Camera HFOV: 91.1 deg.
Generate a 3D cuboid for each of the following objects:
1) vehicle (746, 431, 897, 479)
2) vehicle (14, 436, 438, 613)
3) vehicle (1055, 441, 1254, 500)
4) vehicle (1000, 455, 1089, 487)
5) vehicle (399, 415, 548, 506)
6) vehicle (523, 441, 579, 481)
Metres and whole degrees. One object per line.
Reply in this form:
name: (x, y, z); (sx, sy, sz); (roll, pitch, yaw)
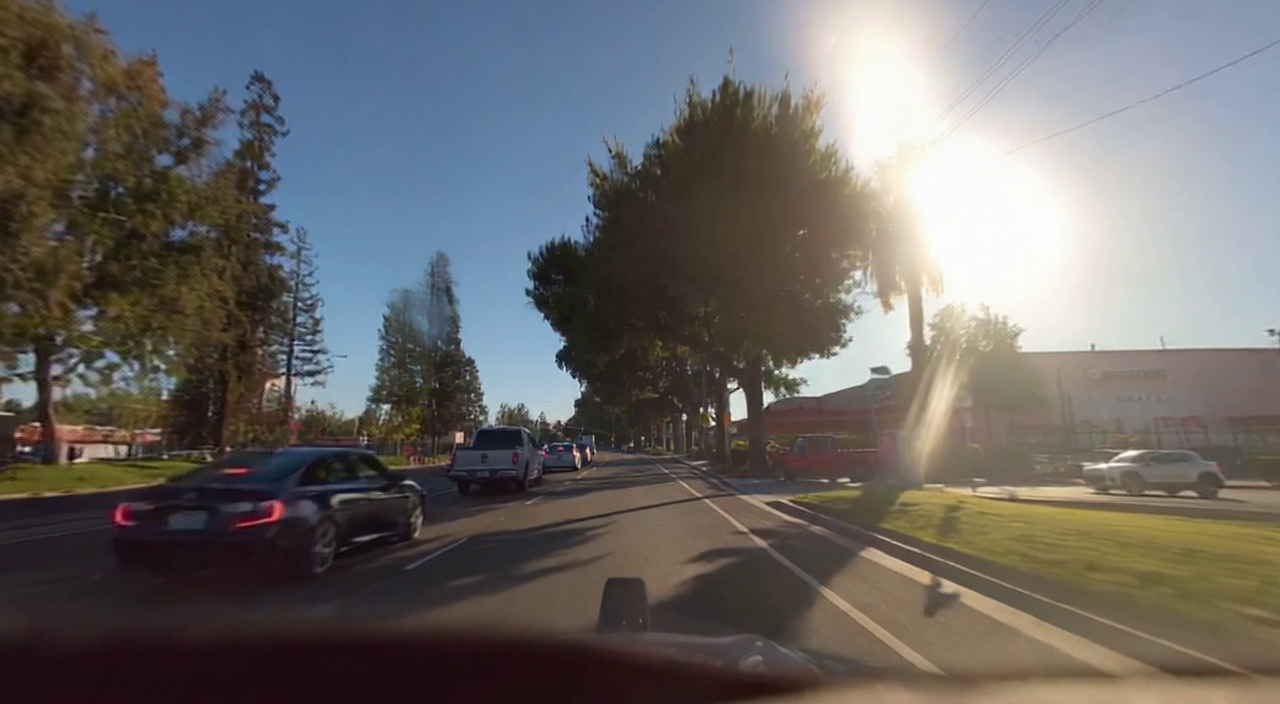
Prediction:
vehicle: (6.387, 3.745, 22.661); (4.813, 1.622, 2.110); (0, -11, 4)
vehicle: (-4.135, 1.751, 7.420); (2.113, 1.446, 4.309); (0, -8, -1)
vehicle: (18.304, 4.220, 22.614); (5.120, 1.817, 2.154); (1, -8, 5)
vehicle: (20.142, 5.904, 31.483); (1.646, 1.418, 3.910); (1, -8, -4)
vehicle: (-4.394, 3.017, 17.972); (2.664, 2.122, 6.124); (0, -8, -1)
vehicle: (-4.427, 5.457, 31.913); (2.129, 1.855, 4.414); (0, -8, 1)
